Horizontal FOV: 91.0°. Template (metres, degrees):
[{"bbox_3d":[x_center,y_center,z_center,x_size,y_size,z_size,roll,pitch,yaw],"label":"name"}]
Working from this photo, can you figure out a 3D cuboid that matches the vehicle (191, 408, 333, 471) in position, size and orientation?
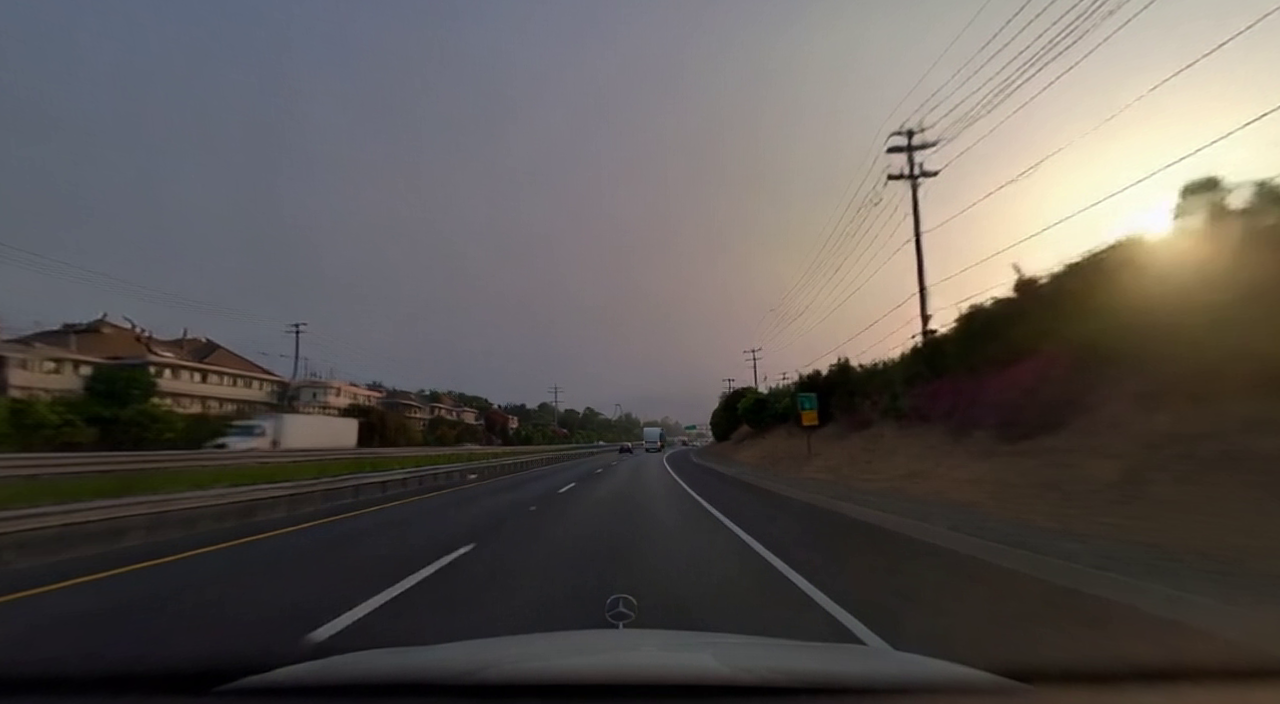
[{"bbox_3d":[-25.779,6.176,43.934,3.010,3.832,10.575,0,-9,2],"label":"vehicle"}]
